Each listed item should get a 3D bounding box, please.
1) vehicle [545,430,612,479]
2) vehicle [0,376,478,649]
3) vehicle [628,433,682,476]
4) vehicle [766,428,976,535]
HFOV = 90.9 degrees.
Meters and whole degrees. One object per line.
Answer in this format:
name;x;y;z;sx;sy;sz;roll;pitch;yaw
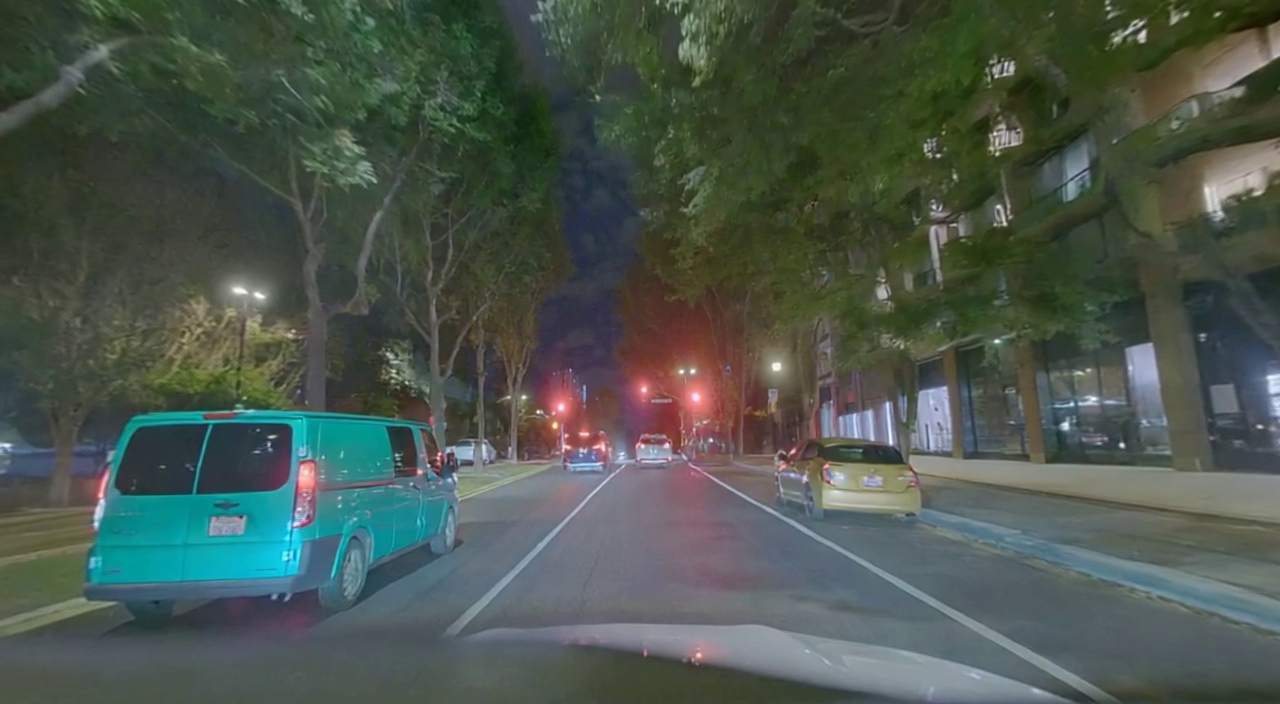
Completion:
vehicle;-2.376;4.135;25.604;2.124;1.799;4.587;0;-8;2
vehicle;-3.055;1.295;5.983;1.940;1.722;3.823;0;-8;1
vehicle;0.650;4.484;27.783;2.205;1.727;3.917;0;-8;1
vehicle;3.662;2.136;11.036;2.067;1.479;4.409;0;-8;1
